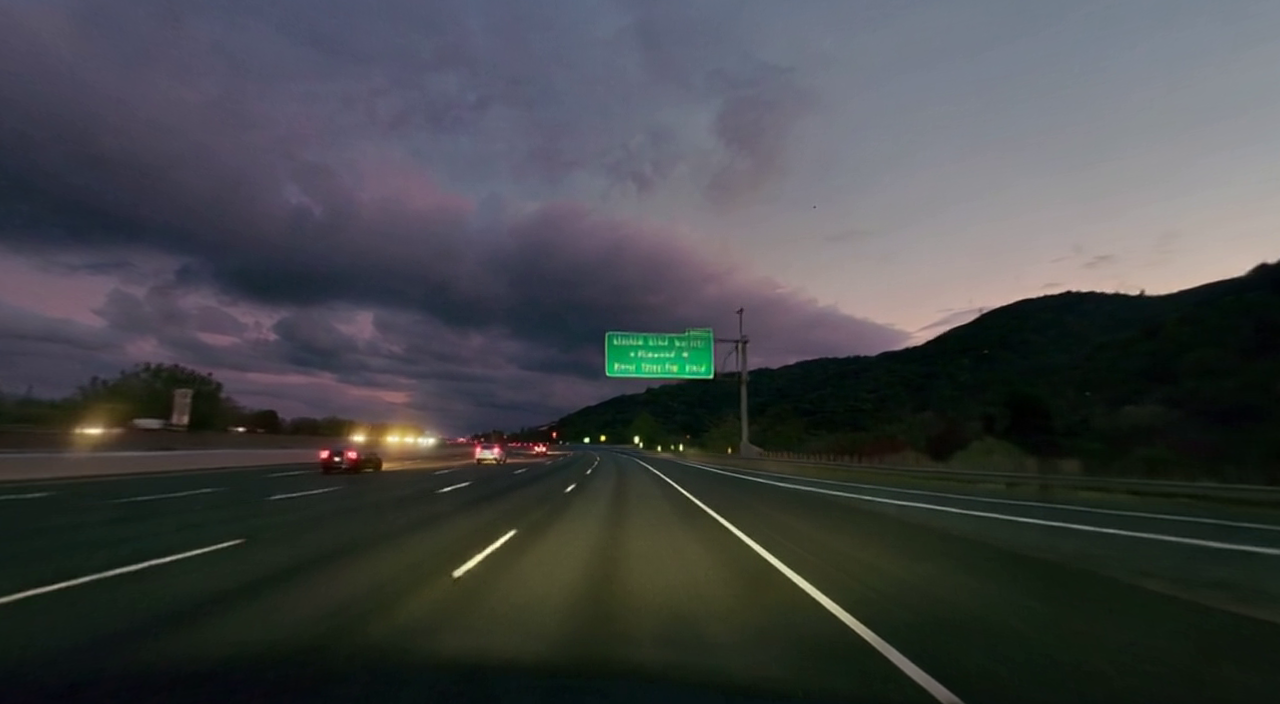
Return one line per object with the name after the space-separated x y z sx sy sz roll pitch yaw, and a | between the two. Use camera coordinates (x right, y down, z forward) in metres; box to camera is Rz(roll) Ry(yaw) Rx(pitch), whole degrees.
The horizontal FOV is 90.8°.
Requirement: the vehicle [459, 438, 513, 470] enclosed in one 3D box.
-8.859 5.876 36.643 2.104 1.715 4.319 0 -9 -1 | vehicle

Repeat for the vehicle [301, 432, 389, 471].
-15.865 5.395 34.366 2.240 1.953 5.452 0 -9 -2 | vehicle
